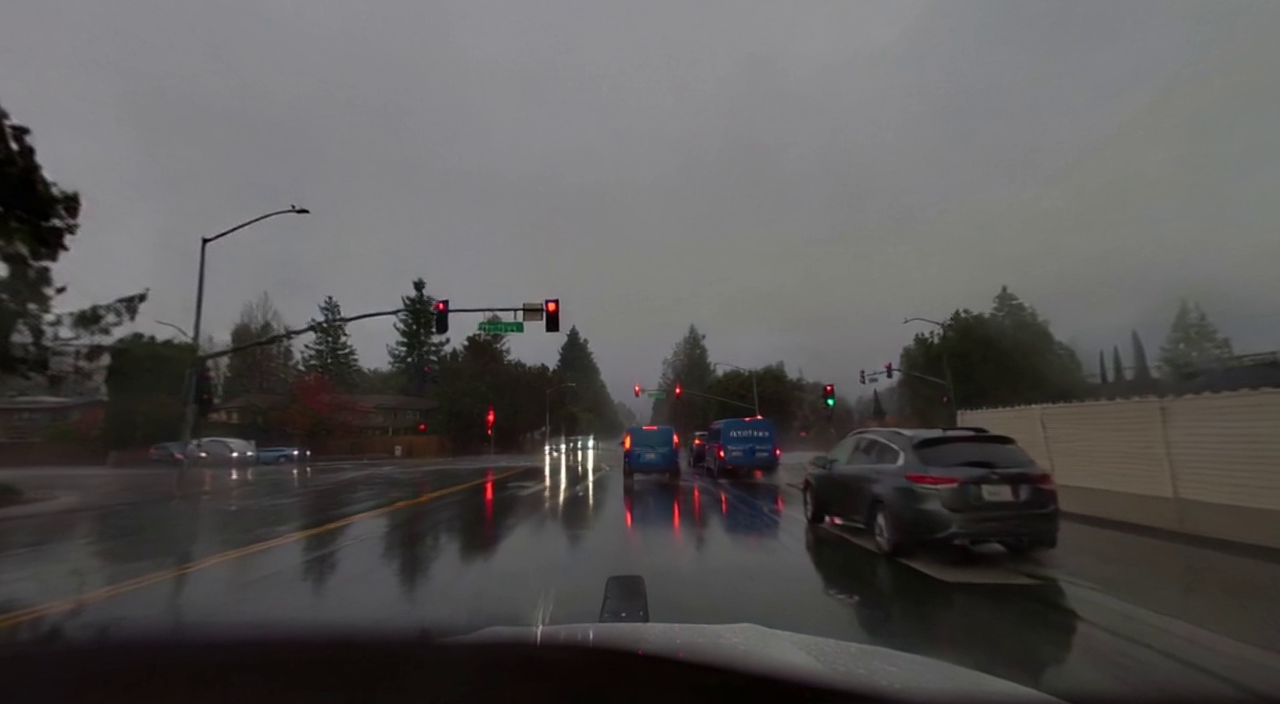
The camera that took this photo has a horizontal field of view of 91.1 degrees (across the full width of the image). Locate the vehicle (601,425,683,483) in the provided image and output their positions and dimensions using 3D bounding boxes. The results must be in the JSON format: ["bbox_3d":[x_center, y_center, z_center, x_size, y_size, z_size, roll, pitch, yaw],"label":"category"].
[{"bbox_3d":[0.104,3.257,20.127,2.321,1.624,4.367,0,-9,1],"label":"vehicle"}]

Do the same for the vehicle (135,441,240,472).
[{"bbox_3d":[-28.118,6.484,39.160,4.757,1.841,2.121,1,-9,-7],"label":"vehicle"}]

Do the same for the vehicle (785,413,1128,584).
[{"bbox_3d":[3.361,1.660,7.940,1.934,1.506,4.544,0,-9,0],"label":"vehicle"}]

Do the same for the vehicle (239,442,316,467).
[{"bbox_3d":[-24.992,7.064,43.362,4.073,1.603,1.920,1,-9,-8],"label":"vehicle"}]

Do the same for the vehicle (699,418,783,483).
[{"bbox_3d":[3.201,3.251,20.785,2.059,1.924,4.257,0,-9,0],"label":"vehicle"}]
